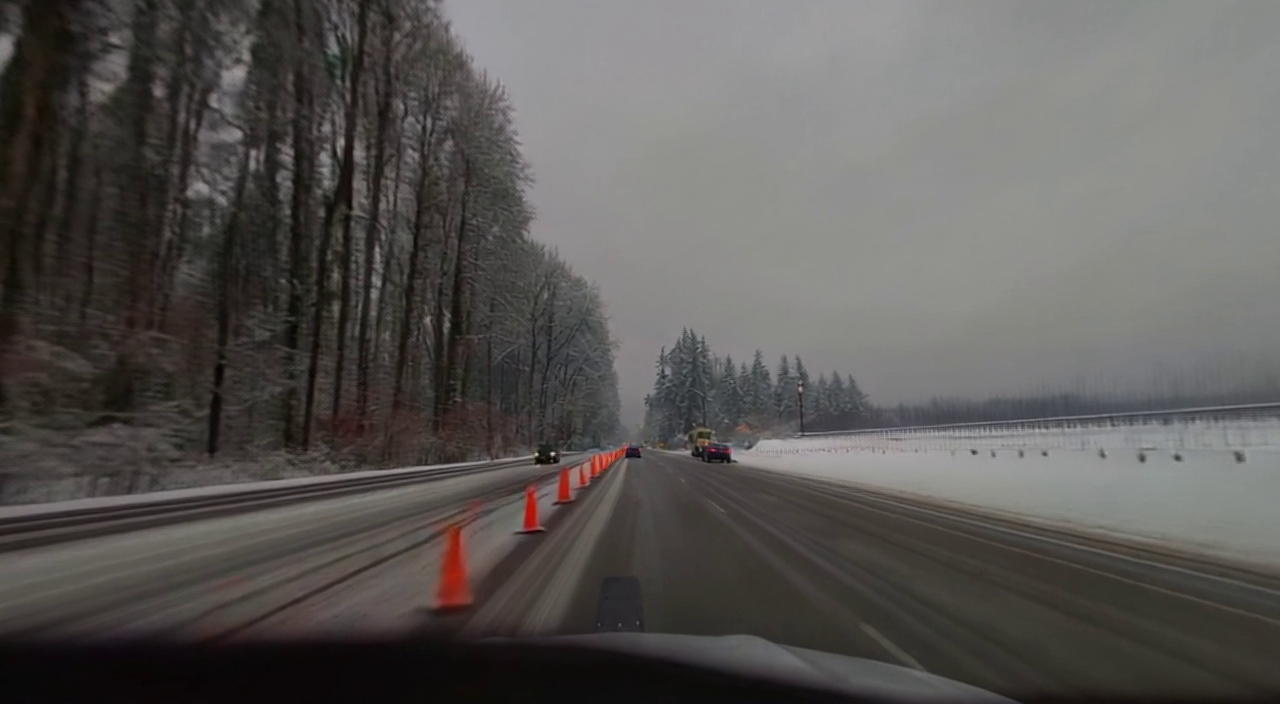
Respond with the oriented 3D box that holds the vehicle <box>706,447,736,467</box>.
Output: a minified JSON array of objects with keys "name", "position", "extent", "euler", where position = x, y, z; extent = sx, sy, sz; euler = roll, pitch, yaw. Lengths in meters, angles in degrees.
[{"name":"vehicle","position":[6.272,8.189,49.331],"extent":[1.904,1.470,4.583],"euler":[0,-8,2]}]
